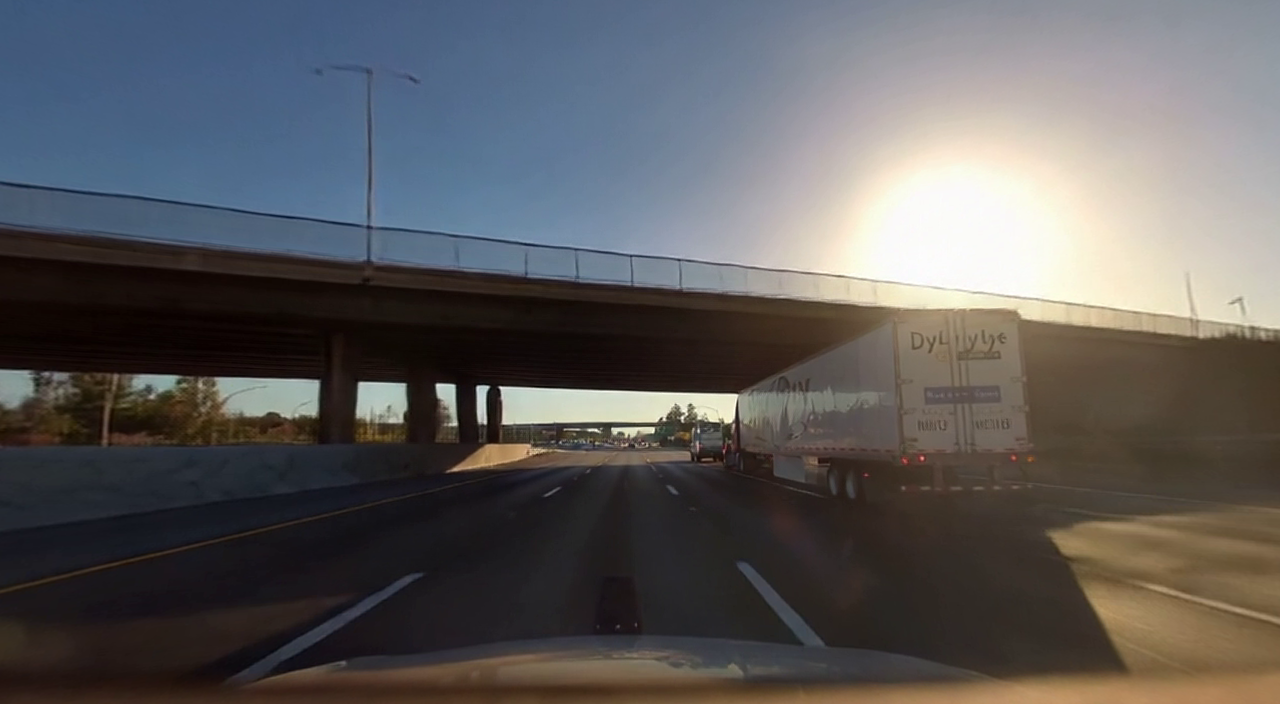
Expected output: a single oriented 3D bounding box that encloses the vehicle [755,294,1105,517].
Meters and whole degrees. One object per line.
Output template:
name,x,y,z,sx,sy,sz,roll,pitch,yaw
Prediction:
vehicle,6.546,2.070,19.280,2.962,3.947,16.241,0,-8,0
